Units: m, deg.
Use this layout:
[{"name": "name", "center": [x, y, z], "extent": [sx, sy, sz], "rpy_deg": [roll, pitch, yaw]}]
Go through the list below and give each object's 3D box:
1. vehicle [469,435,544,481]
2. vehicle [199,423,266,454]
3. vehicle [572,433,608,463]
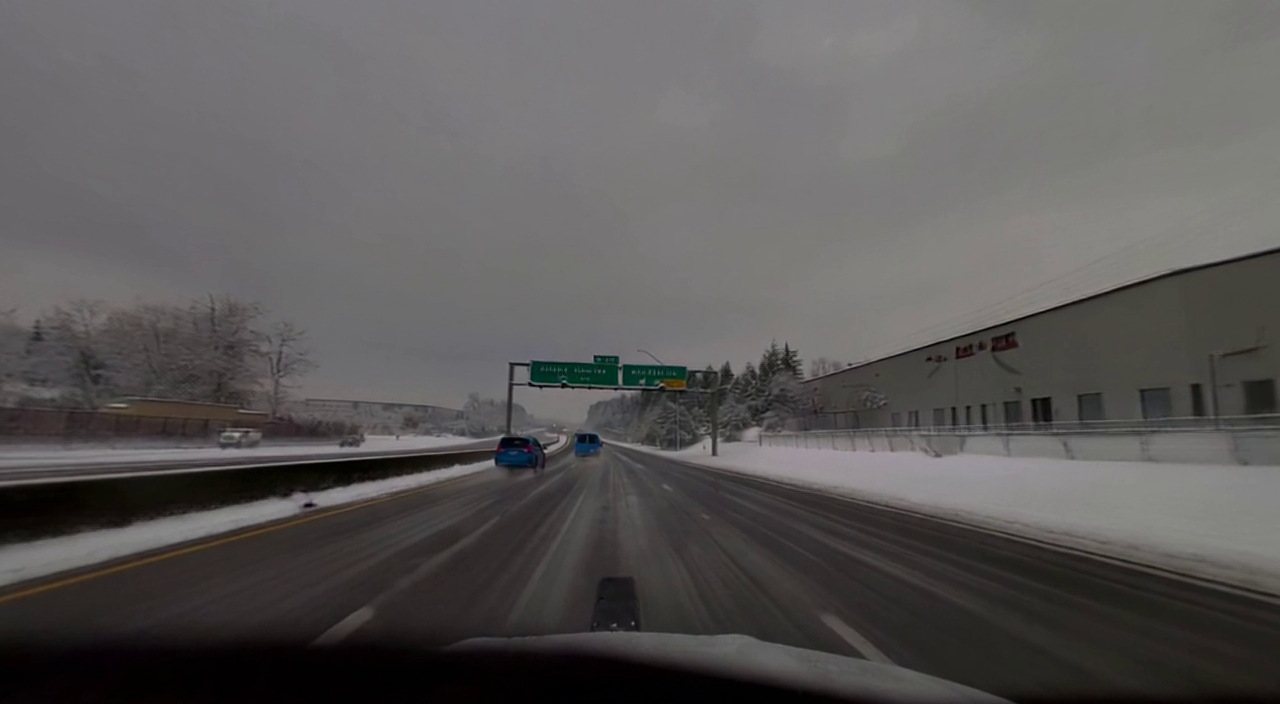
[{"name": "vehicle", "center": [-4.893, 3.936, 23.719], "extent": [2.045, 1.547, 4.162], "rpy_deg": [0, -8, -2]}, {"name": "vehicle", "center": [-31.488, 6.672, 48.868], "extent": [2.173, 2.174, 5.446], "rpy_deg": [4, -8, -9]}, {"name": "vehicle", "center": [-3.370, 6.553, 43.236], "extent": [2.260, 1.901, 4.665], "rpy_deg": [0, -8, -2]}]
